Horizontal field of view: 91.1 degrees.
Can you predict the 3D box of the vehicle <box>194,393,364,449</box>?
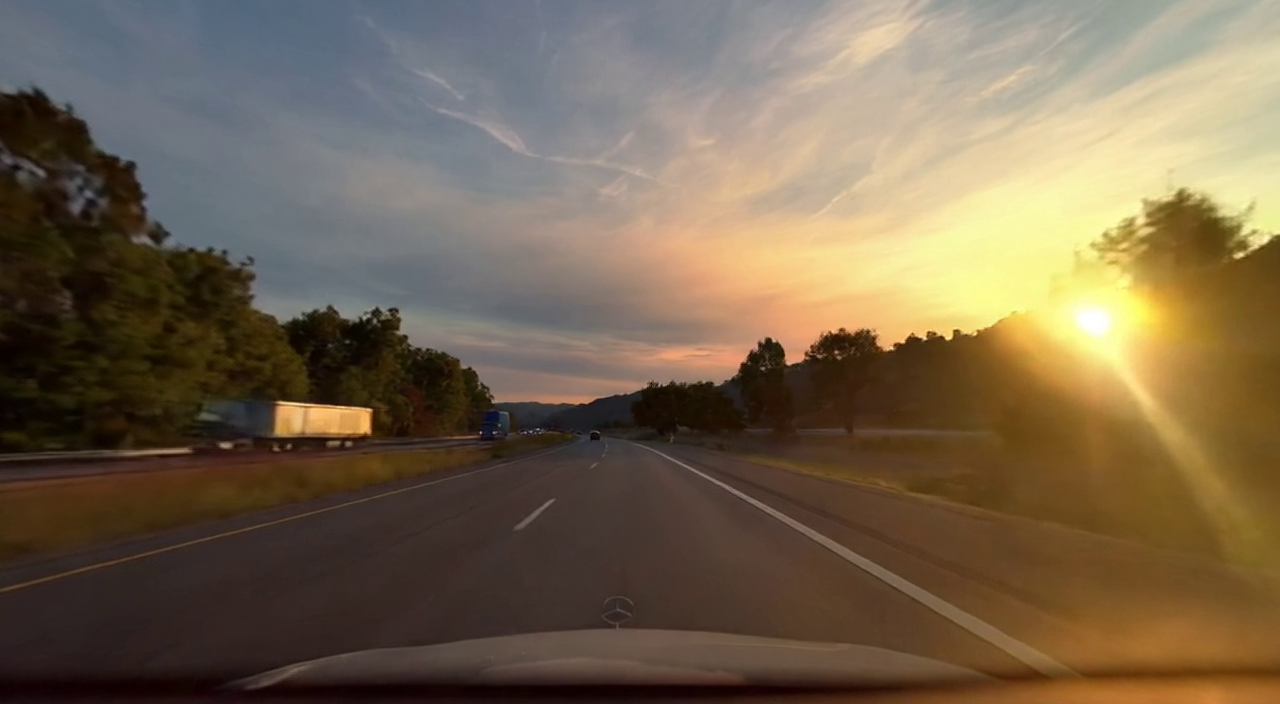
[{"bbox_3d":[-17.510,3.558,31.560,3.237,2.392,9.149,0,-8,-1],"label":"vehicle"}]
